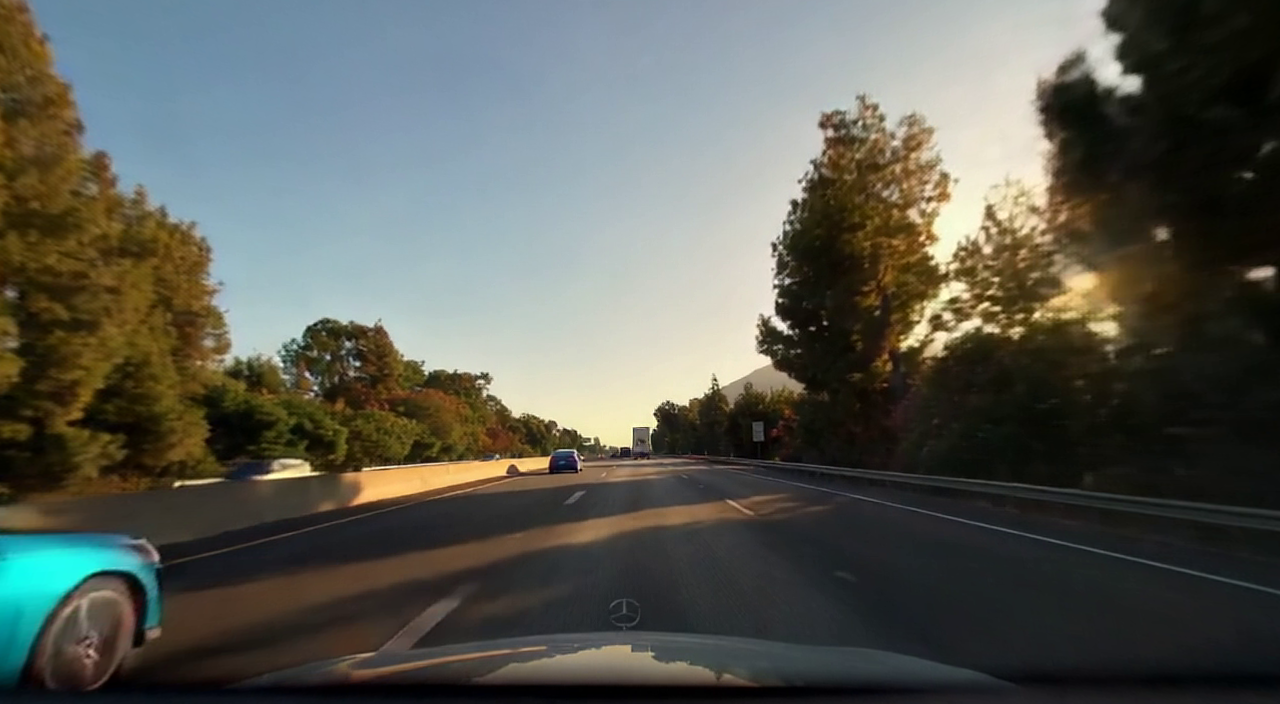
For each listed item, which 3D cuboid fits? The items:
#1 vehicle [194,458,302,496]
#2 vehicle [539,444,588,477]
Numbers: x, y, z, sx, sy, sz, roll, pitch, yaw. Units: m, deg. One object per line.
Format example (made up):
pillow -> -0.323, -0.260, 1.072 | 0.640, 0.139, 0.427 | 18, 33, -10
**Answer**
vehicle -> -16.895, 5.383, 27.504 | 1.813, 1.419, 4.392 | -1, -9, 1
vehicle -> -3.824, 5.508, 32.177 | 2.018, 1.548, 3.849 | 0, -9, 0
